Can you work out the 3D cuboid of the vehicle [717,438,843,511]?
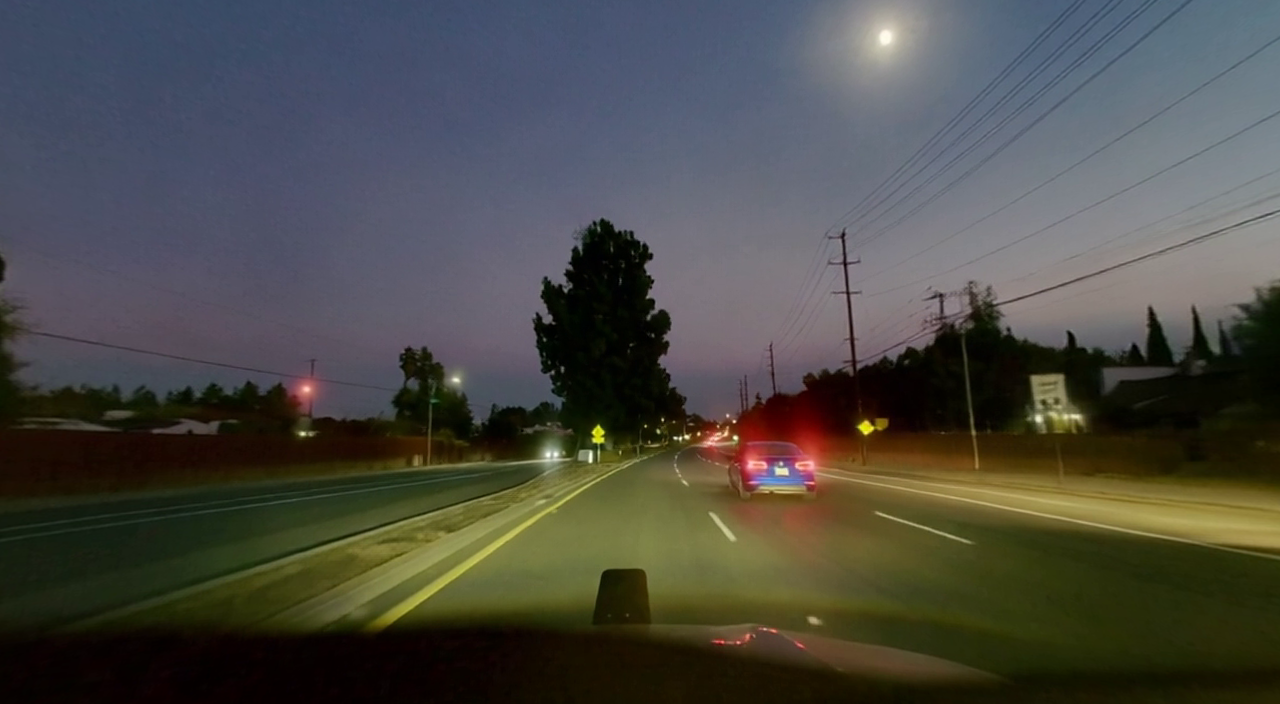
[{"bbox_3d":[3.164,2.861,15.232,2.063,1.481,4.247,0,-8,0],"label":"vehicle"}]
